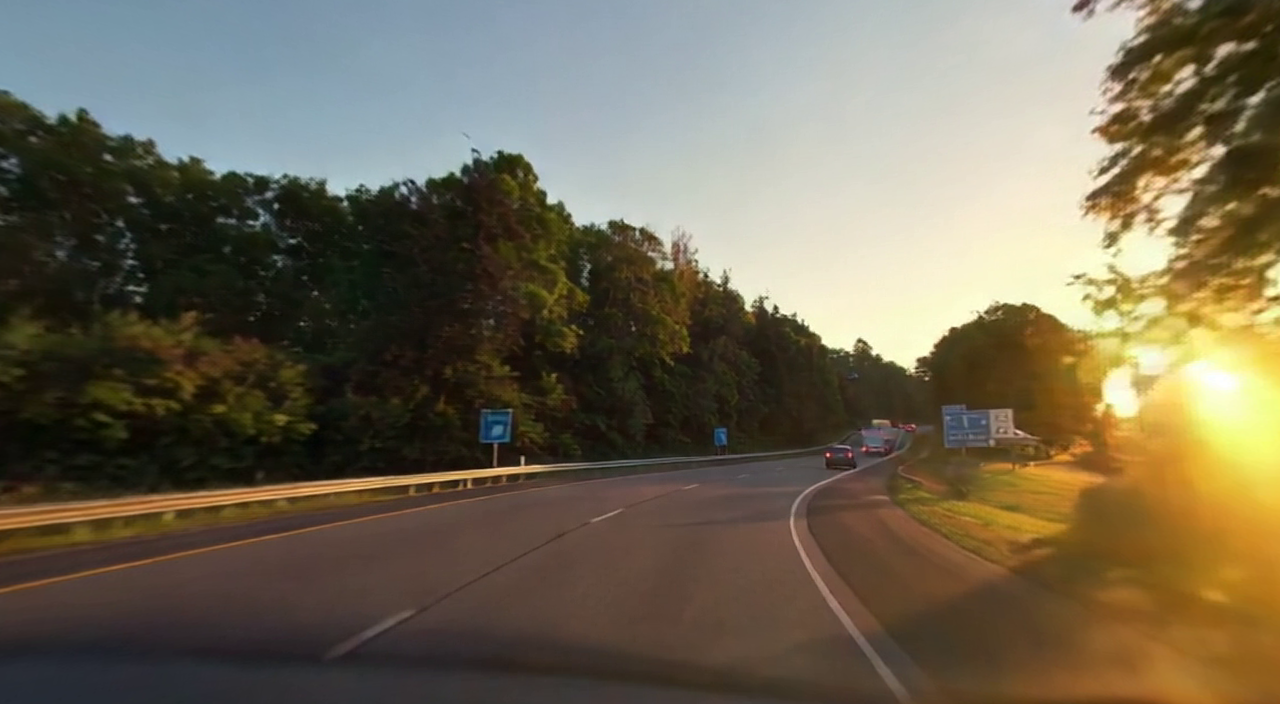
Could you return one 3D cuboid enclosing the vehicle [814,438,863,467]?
[{"bbox_3d":[12.620,6.347,39.815,2.221,1.674,4.325,-5,-10,26],"label":"vehicle"}]
